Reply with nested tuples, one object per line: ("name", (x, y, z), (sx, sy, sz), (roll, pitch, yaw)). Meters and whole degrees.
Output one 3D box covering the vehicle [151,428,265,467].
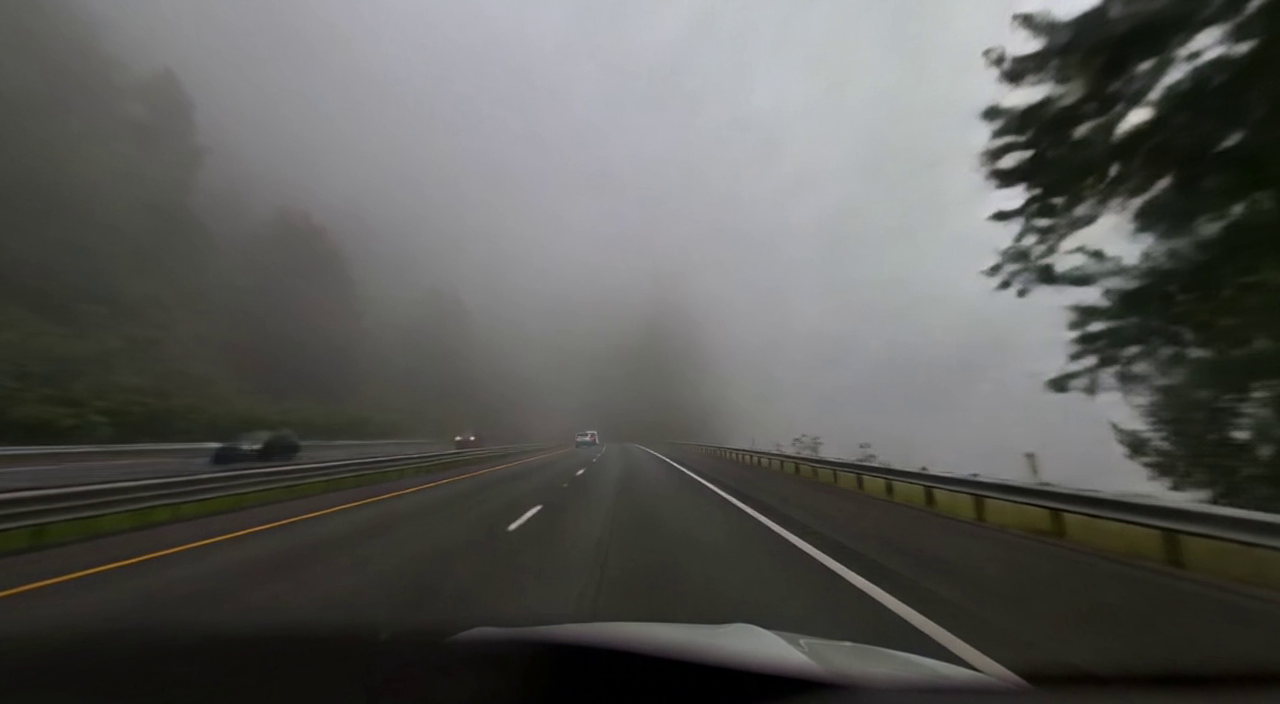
("vehicle", (-17.566, 3.883, 25.859), (1.803, 1.450, 4.066), (0, -8, -1))
